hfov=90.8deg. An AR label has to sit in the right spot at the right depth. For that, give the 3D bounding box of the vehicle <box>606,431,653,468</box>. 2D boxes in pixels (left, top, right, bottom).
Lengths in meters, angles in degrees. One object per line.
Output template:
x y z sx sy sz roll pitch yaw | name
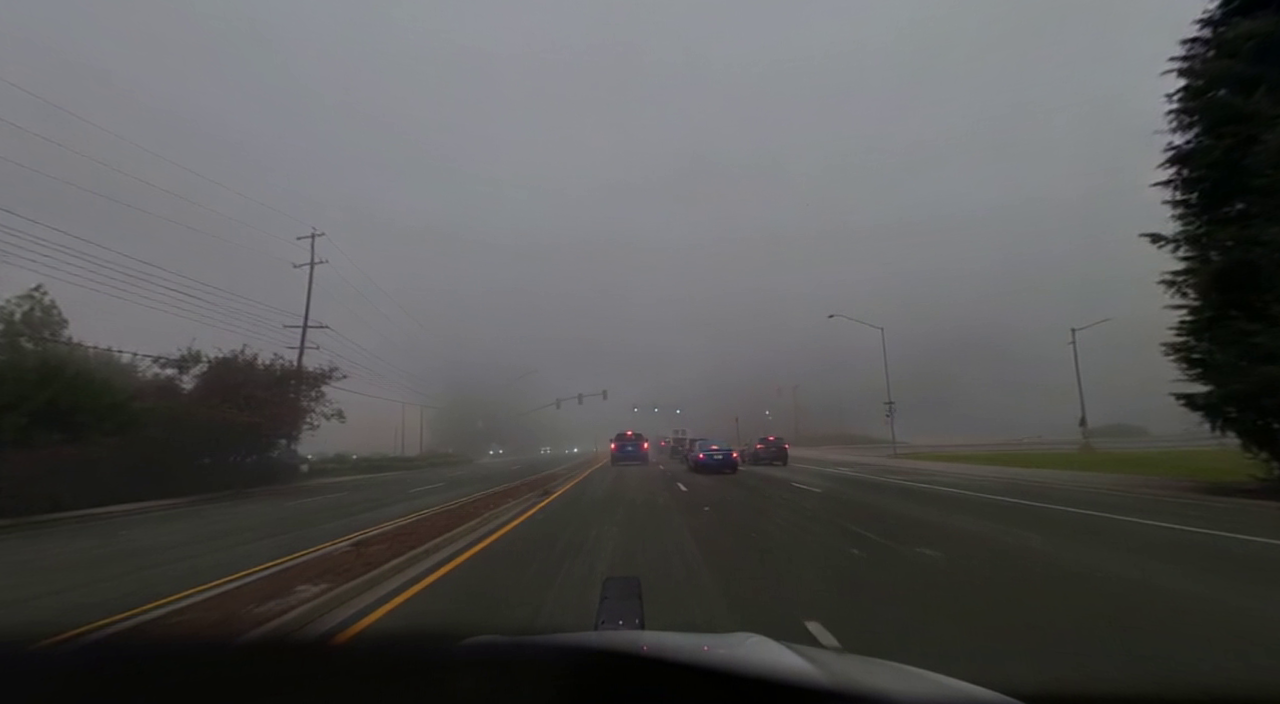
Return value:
-0.560 5.139 33.325 2.300 1.821 4.254 0 -9 -1 | vehicle

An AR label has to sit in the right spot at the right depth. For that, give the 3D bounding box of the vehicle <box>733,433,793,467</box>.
6.525 5.283 34.061 2.198 1.678 4.419 0 -9 -2 | vehicle

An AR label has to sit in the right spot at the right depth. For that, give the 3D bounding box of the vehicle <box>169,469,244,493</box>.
-33.878 10.083 49.430 4.224 1.614 2.123 -1 -9 -3 | vehicle

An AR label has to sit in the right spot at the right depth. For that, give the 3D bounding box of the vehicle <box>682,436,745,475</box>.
2.975 4.303 26.444 1.984 1.462 4.513 0 -9 -2 | vehicle
